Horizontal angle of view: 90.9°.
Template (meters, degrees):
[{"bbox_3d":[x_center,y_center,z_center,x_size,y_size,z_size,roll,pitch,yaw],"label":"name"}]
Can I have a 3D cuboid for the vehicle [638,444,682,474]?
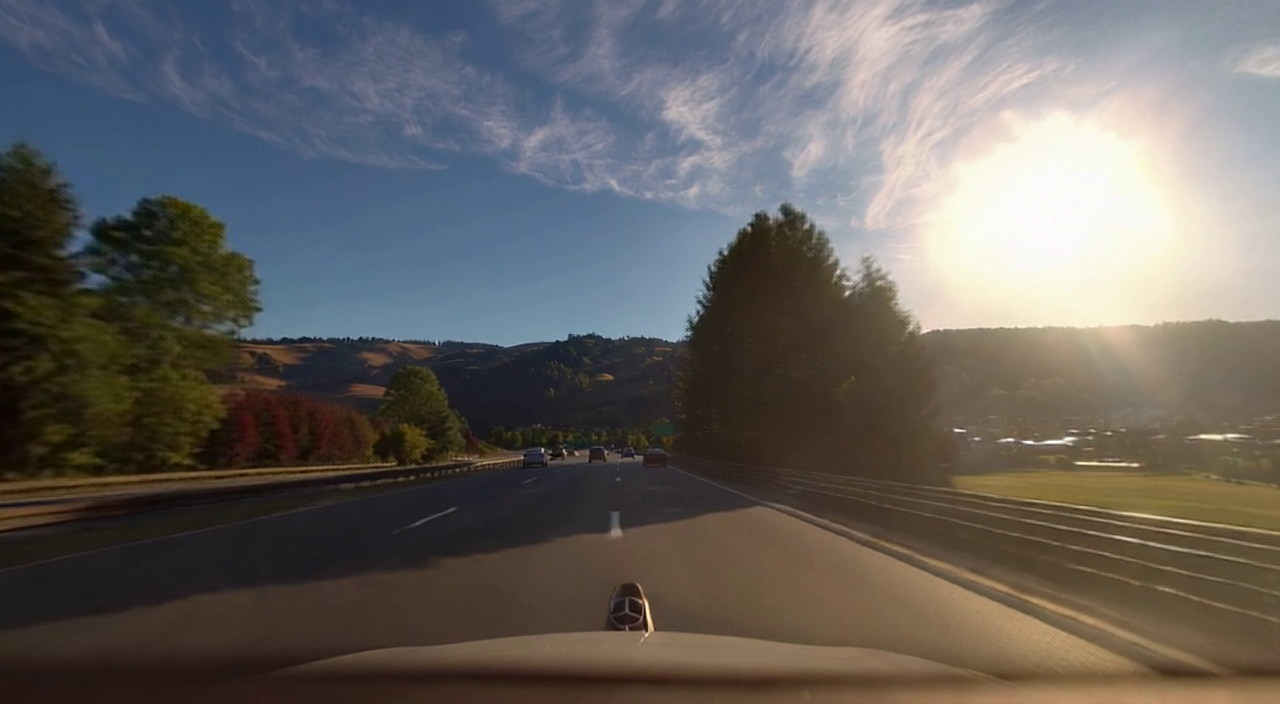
[{"bbox_3d":[1.007,5.727,33.947,2.019,1.475,4.301,0,-9,-3],"label":"vehicle"}]

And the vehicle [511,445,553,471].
[{"bbox_3d":[-6.540,6.439,38.392,1.955,1.468,3.637,0,-9,-1],"label":"vehicle"}]
